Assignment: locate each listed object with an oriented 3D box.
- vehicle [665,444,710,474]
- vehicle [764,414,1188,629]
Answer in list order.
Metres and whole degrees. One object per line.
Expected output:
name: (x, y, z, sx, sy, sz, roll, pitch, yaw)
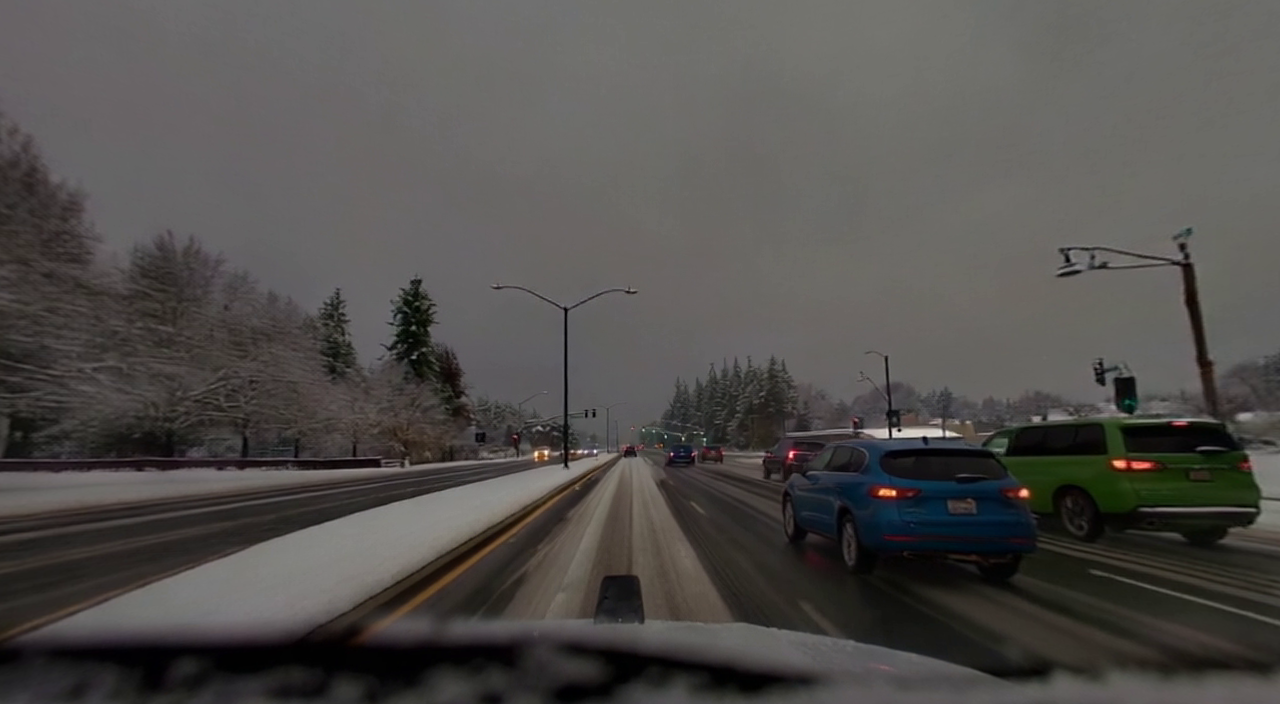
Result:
vehicle: (2.514, 5.794, 34.285, 1.980, 1.484, 4.093, 0, -9, -2)
vehicle: (2.959, 1.612, 7.150, 1.932, 1.547, 4.992, 0, -9, -2)
